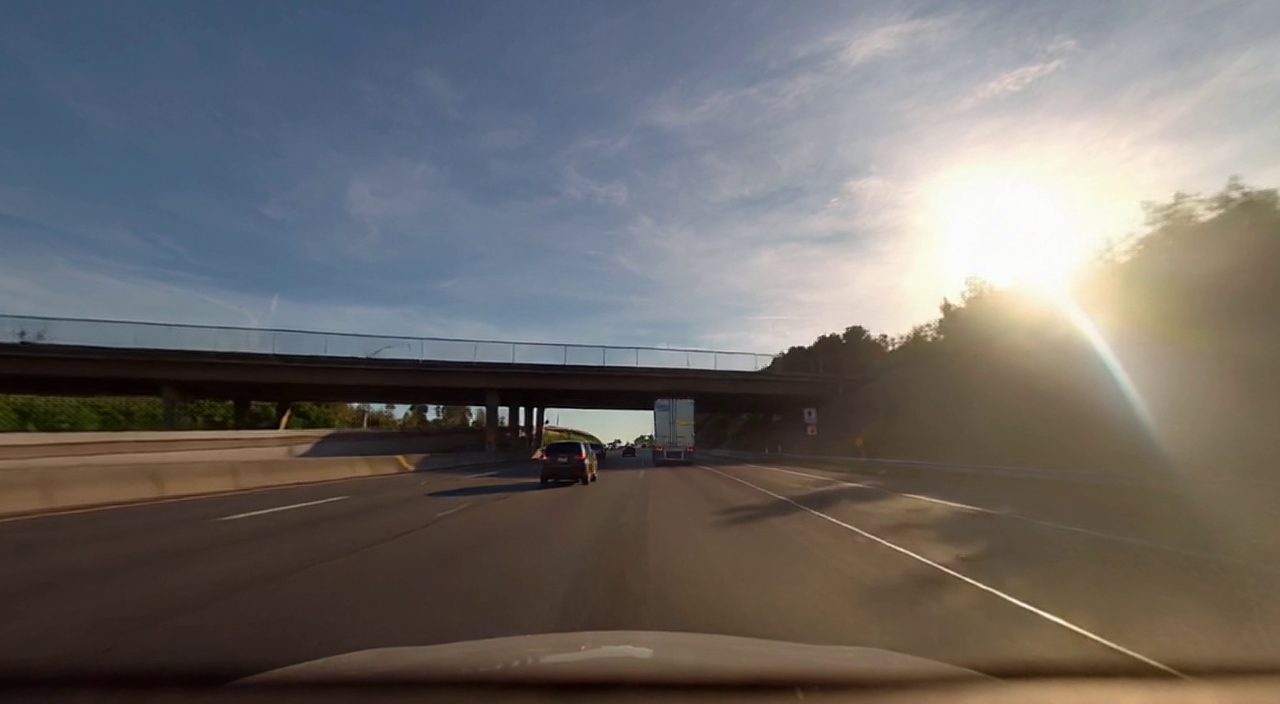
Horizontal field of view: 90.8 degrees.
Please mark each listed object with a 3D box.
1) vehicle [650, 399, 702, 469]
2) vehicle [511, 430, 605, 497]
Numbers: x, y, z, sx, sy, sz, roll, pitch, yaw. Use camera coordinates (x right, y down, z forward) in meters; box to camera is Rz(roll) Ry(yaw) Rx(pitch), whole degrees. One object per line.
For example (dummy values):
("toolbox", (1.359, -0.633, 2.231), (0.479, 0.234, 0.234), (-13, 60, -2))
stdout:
("vehicle", (2.208, 5.509, 41.826), (2.964, 4.063, 10.072), (0, -9, 1))
("vehicle", (-2.241, 3.228, 18.653), (2.077, 1.716, 4.514), (0, -9, 1))
